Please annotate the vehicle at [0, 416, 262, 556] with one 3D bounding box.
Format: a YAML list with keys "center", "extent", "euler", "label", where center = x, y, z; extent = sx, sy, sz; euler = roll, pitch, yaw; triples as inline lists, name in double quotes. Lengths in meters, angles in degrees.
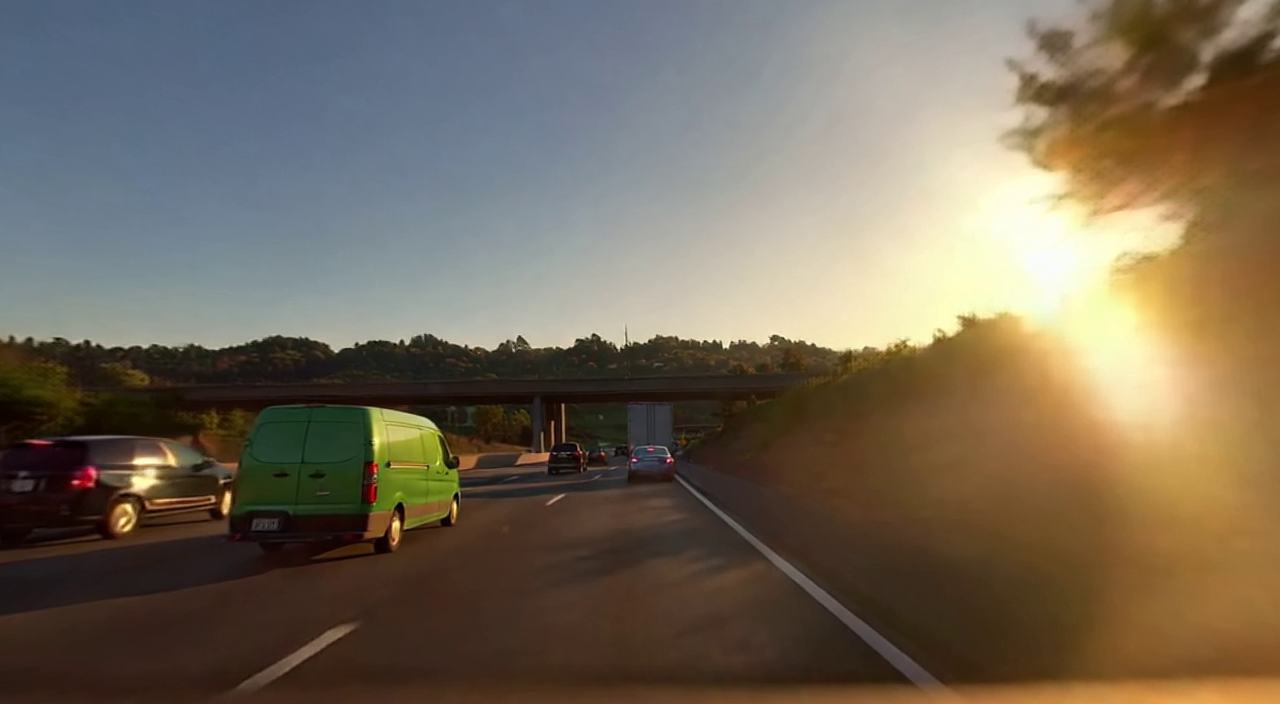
- center: [-8.294, 1.961, 9.814]
  extent: [2.093, 1.675, 4.233]
  euler: [0, -9, 1]
  label: "vehicle"

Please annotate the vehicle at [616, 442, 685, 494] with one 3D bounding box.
- center: [0.289, 3.633, 19.972]
  extent: [1.991, 1.507, 3.391]
  euler: [0, -9, 0]
  label: "vehicle"

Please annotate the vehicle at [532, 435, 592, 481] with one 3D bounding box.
- center: [-3.389, 4.716, 28.190]
  extent: [2.068, 1.862, 4.234]
  euler: [0, -9, 1]
  label: "vehicle"

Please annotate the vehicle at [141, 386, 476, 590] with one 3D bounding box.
- center: [-3.586, 1.565, 7.883]
  extent: [1.951, 1.882, 3.979]
  euler: [0, -9, 0]
  label: "vehicle"
